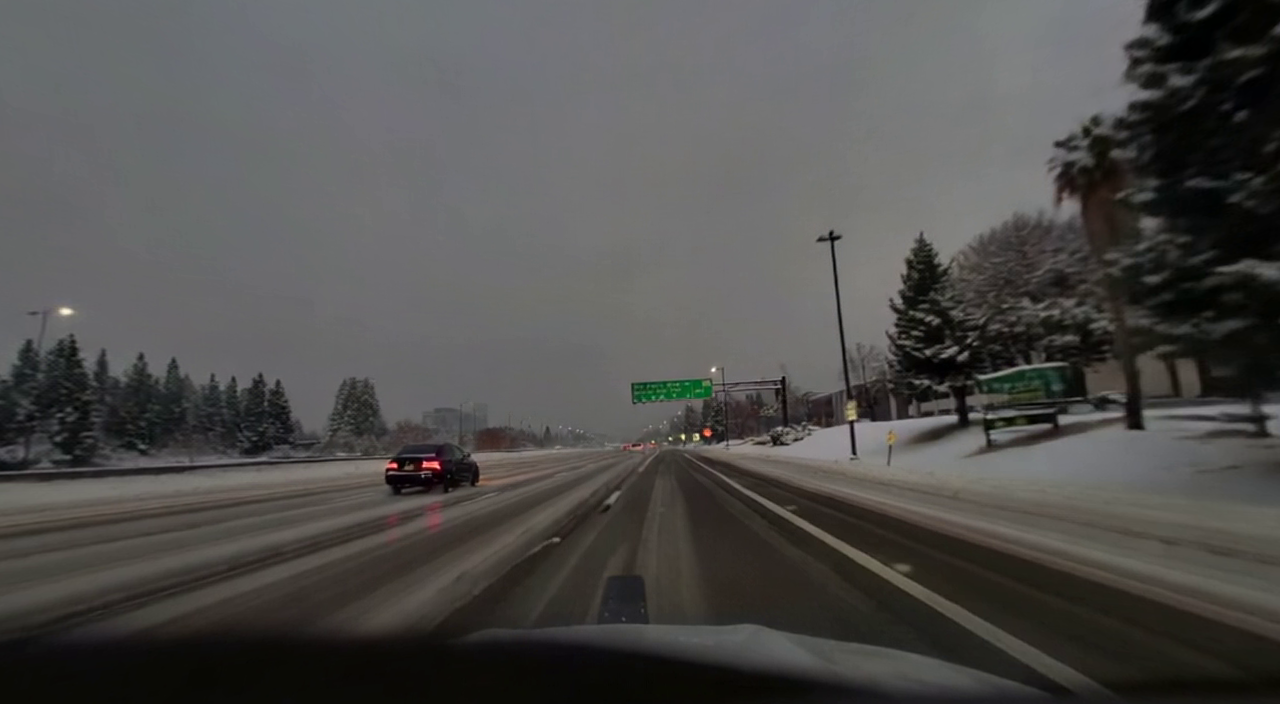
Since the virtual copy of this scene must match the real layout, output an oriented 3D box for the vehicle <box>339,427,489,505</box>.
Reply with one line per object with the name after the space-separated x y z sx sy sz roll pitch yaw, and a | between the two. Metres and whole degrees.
-5.878 3.024 17.199 2.145 1.793 4.762 -1 -8 3 | vehicle
